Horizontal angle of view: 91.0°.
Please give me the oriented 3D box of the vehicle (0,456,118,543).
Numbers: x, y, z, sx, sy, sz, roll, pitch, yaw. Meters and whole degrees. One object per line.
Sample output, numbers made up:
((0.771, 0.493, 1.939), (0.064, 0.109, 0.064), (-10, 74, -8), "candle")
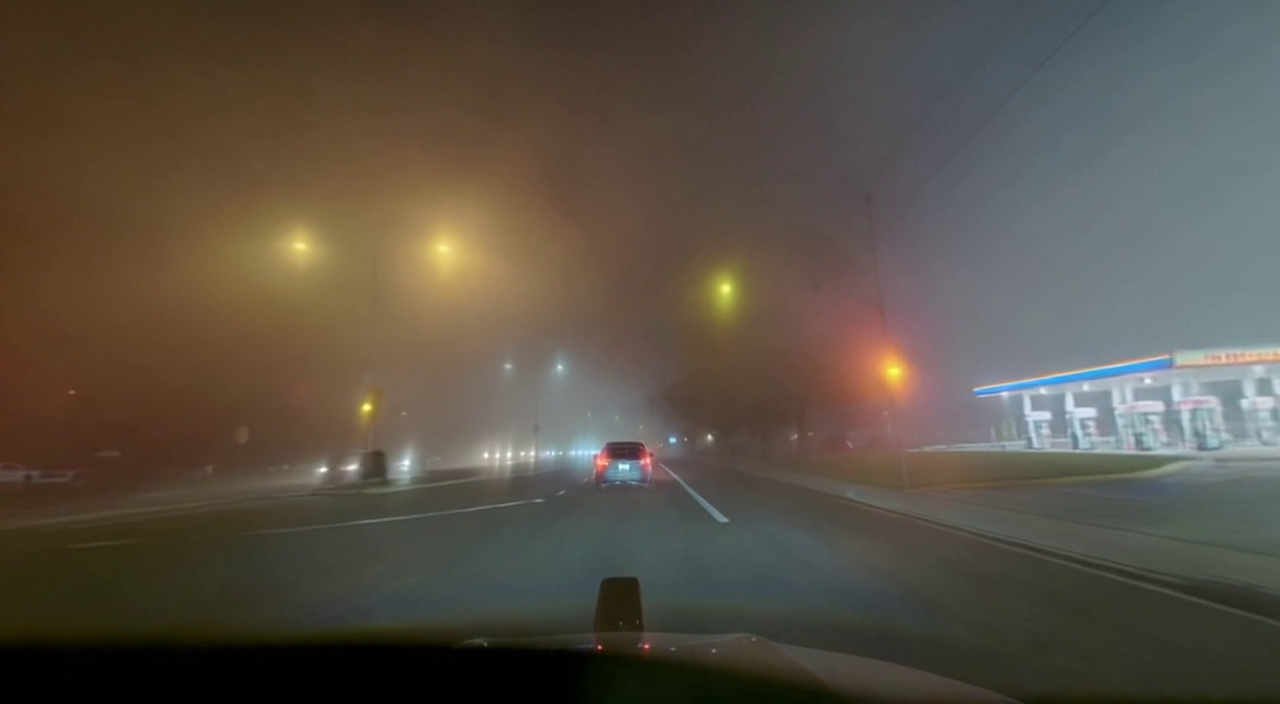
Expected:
((-12.824, 2.795, 11.940), (1.989, 1.539, 4.413), (0, -9, 1), "vehicle")

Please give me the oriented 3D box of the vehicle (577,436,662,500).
((-0.501, 3.140, 17.492), (2.062, 1.519, 4.214), (0, -9, 0), "vehicle")

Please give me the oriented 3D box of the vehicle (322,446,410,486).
((-12.326, 5.143, 28.695), (1.994, 1.647, 4.331), (0, -9, 1), "vehicle")

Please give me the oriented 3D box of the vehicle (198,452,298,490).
((-19.780, 6.013, 32.073), (1.979, 1.710, 4.652), (0, -9, 1), "vehicle")
